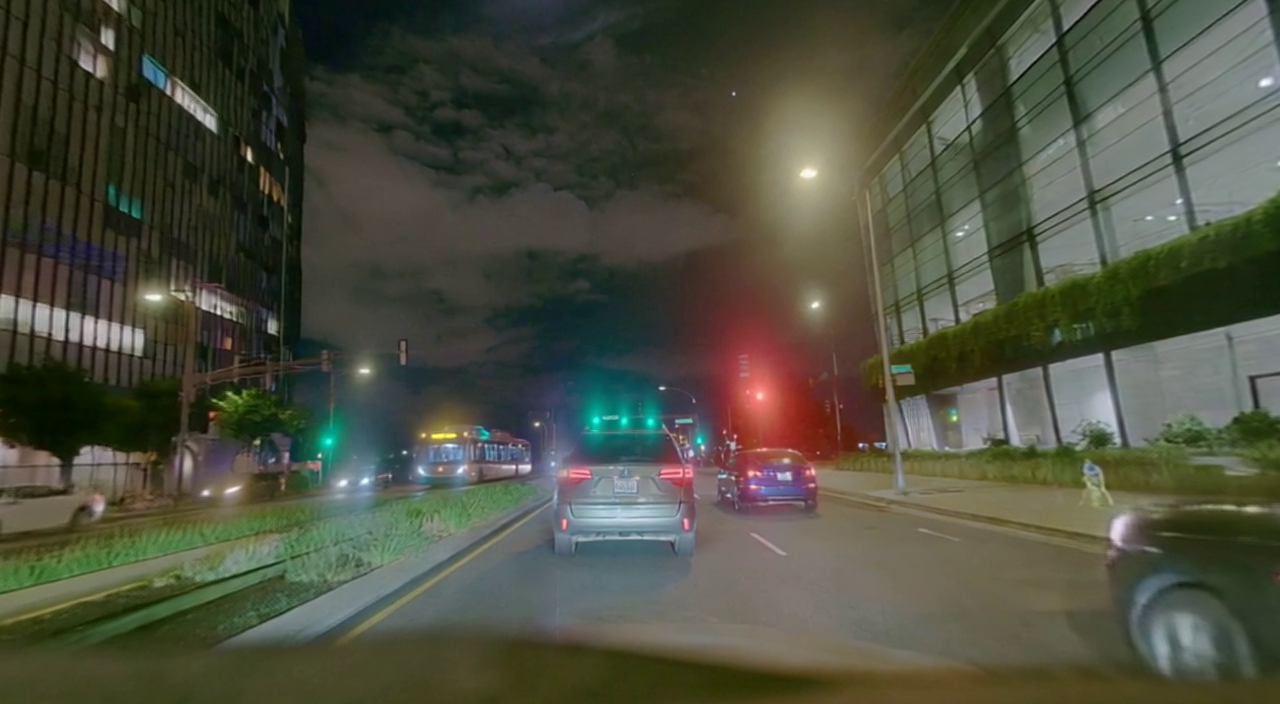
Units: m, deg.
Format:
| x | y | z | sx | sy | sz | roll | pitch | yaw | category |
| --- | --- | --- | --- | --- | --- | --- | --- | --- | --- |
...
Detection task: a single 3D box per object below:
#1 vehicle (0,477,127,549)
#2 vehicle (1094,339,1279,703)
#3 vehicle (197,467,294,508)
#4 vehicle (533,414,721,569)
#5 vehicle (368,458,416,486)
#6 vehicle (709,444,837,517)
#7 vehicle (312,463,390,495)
| x | y | z | sx | sy | sz | roll | pitch | yaw | category |
| --- | --- | --- | --- | --- | --- | --- | --- | --- | --- |
| -15.093 | 3.848 | 15.309 | 1.798 | 1.409 | 4.239 | 0 | -8 | -2 | vehicle |
| 3.527 | 0.608 | 1.083 | 2.029 | 1.717 | 4.624 | 0 | -8 | 0 | vehicle |
| -19.440 | 6.677 | 31.419 | 2.066 | 1.700 | 4.536 | 0 | -9 | -3 | vehicle |
| -0.243 | 1.937 | 9.551 | 2.178 | 1.779 | 4.255 | 0 | -8 | -2 | vehicle |
| -19.455 | 9.393 | 49.776 | 1.933 | 1.919 | 4.913 | 0 | -8 | -3 | vehicle |
| 2.989 | 2.968 | 15.232 | 1.993 | 1.480 | 4.324 | 0 | -8 | -2 | vehicle |
| -15.310 | 6.721 | 33.800 | 2.077 | 1.458 | 4.718 | 0 | -8 | -2 | vehicle |
